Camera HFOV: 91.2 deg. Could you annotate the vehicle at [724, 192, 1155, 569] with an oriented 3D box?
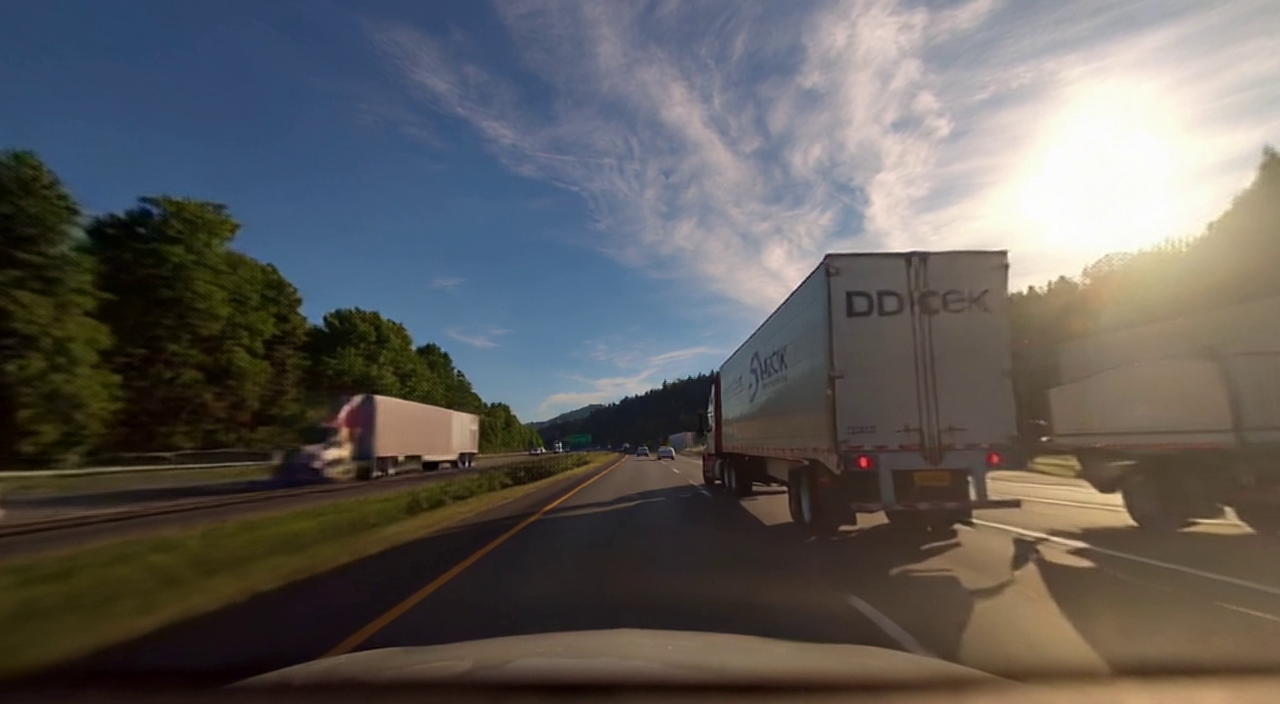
[{"bbox_3d":[3.715,0.941,11.387,3.025,4.010,9.542,0,-9,0],"label":"vehicle"}]
